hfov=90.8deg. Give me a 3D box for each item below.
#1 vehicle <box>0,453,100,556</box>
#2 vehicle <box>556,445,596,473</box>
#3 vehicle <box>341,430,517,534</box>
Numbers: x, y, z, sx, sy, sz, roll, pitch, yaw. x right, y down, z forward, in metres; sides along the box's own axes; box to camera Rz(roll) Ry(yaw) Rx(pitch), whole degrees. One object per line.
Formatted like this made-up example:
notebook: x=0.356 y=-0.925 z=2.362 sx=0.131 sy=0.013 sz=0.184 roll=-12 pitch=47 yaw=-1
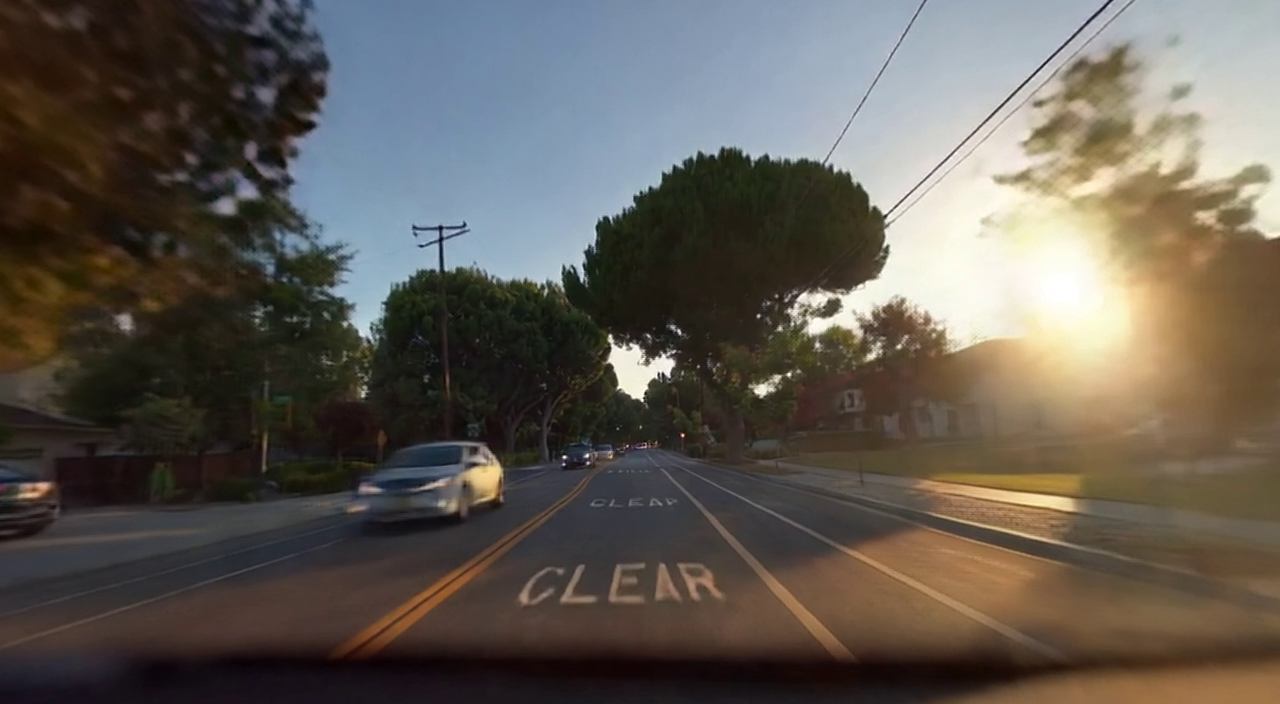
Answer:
vehicle: x=-13.657 y=2.845 z=12.020 sx=4.607 sy=1.772 sz=2.261 roll=0 pitch=-9 yaw=-1
vehicle: x=-3.873 y=6.522 z=38.910 sx=1.974 sy=1.604 sz=4.156 roll=0 pitch=-9 yaw=0
vehicle: x=-4.043 y=2.556 z=13.065 sx=2.055 sy=1.757 sz=4.494 roll=0 pitch=-8 yaw=0
